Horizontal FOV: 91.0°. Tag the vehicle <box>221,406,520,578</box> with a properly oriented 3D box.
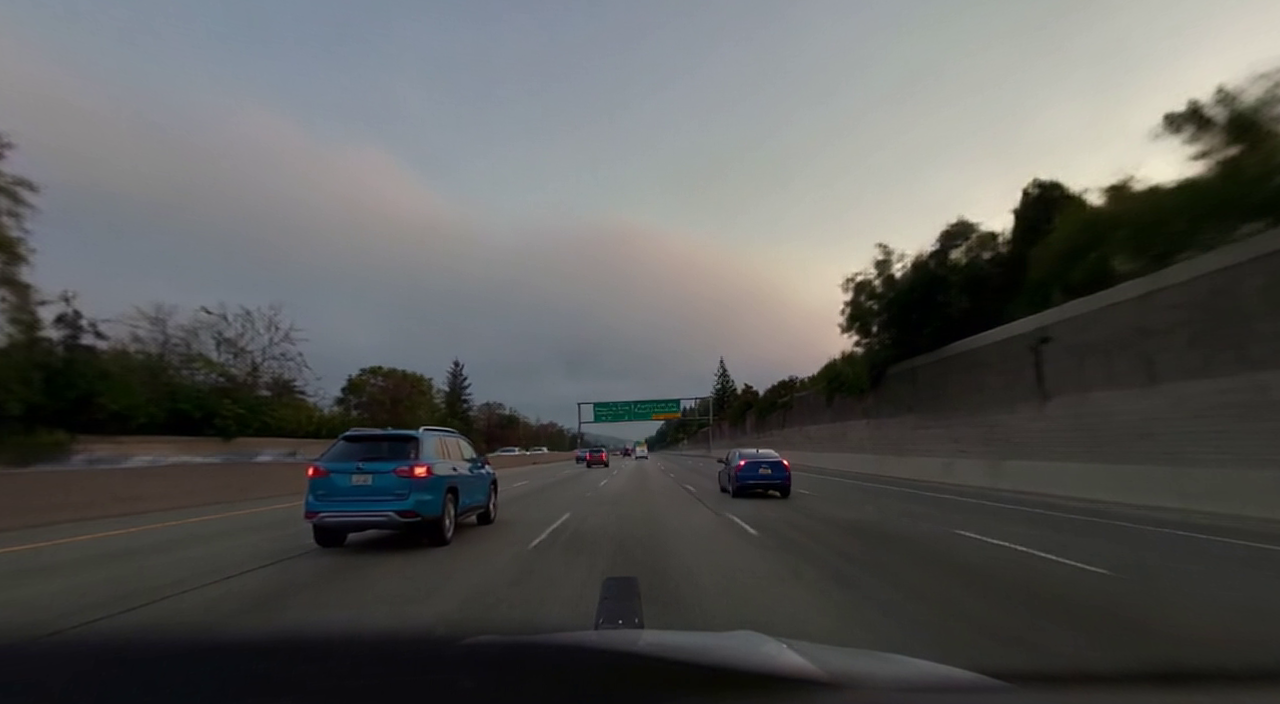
[{"bbox_3d":[-3.204,1.779,8.784,2.137,1.756,4.453,0,-9,1],"label":"vehicle"}]

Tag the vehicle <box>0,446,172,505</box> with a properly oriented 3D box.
[{"bbox_3d":[-18.134,3.951,20.650,2.015,1.696,4.544,0,-9,0],"label":"vehicle"}]

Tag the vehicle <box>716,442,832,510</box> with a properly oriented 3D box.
[{"bbox_3d":[3.228,3.071,16.071,1.979,1.486,4.125,0,-9,-1],"label":"vehicle"}]
